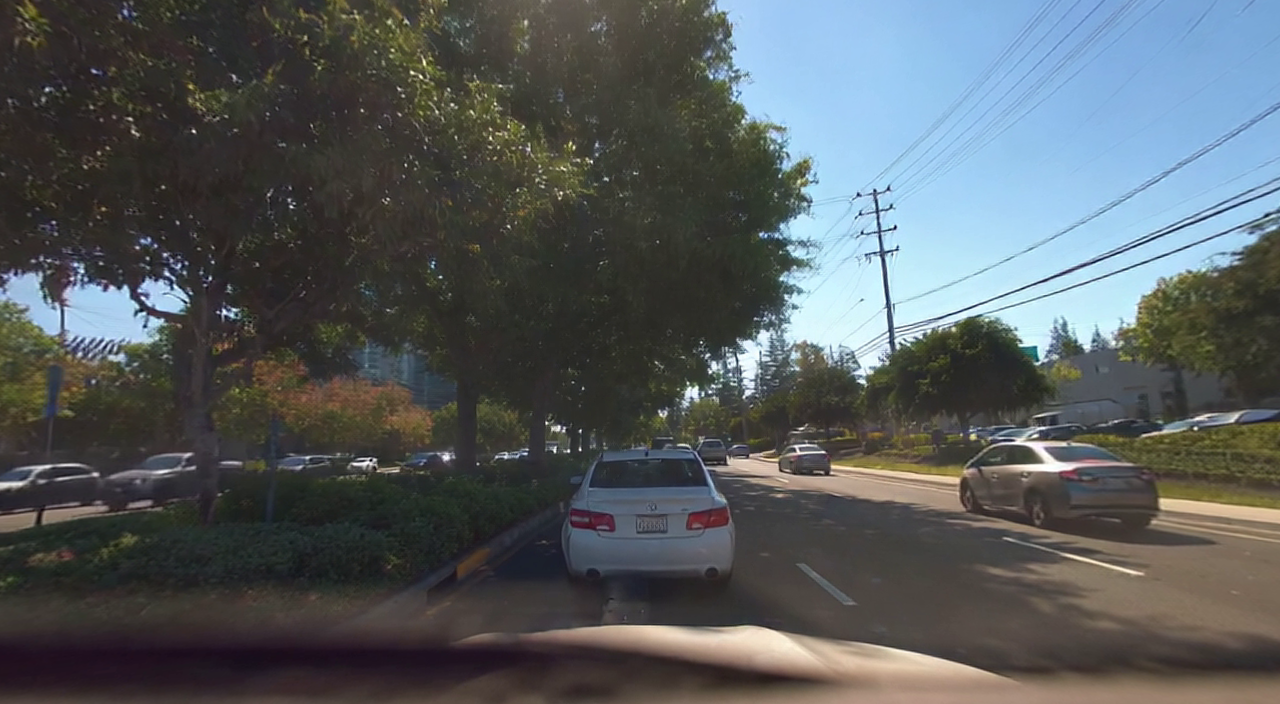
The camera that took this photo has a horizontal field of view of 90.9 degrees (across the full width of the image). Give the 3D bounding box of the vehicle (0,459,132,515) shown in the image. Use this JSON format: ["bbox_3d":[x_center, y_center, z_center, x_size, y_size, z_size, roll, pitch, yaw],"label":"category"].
[{"bbox_3d":[-19.334,4.307,20.518,1.853,1.489,4.449,0,-8,0],"label":"vehicle"}]

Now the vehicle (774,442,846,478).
[{"bbox_3d":[7.496,4.791,28.280,1.899,1.458,4.499,0,-8,0],"label":"vehicle"}]

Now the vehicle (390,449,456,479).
[{"bbox_3d":[-11.835,6.125,34.716,1.988,1.486,4.586,0,-8,1],"label":"vehicle"}]

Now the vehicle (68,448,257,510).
[{"bbox_3d":[-14.992,3.978,20.302,2.291,1.682,4.835,0,-8,0],"label":"vehicle"}]

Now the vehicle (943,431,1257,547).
[{"bbox_3d":[7.046,2.102,10.448,1.850,1.480,4.474,0,-8,0],"label":"vehicle"}]

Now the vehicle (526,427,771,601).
[{"bbox_3d":[0.069,1.694,7.476,2.108,1.479,3.935,0,-8,0],"label":"vehicle"}]

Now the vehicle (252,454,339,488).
[{"bbox_3d":[-16.694,5.754,30.854,1.856,1.452,4.530,0,-8,-3],"label":"vehicle"}]
